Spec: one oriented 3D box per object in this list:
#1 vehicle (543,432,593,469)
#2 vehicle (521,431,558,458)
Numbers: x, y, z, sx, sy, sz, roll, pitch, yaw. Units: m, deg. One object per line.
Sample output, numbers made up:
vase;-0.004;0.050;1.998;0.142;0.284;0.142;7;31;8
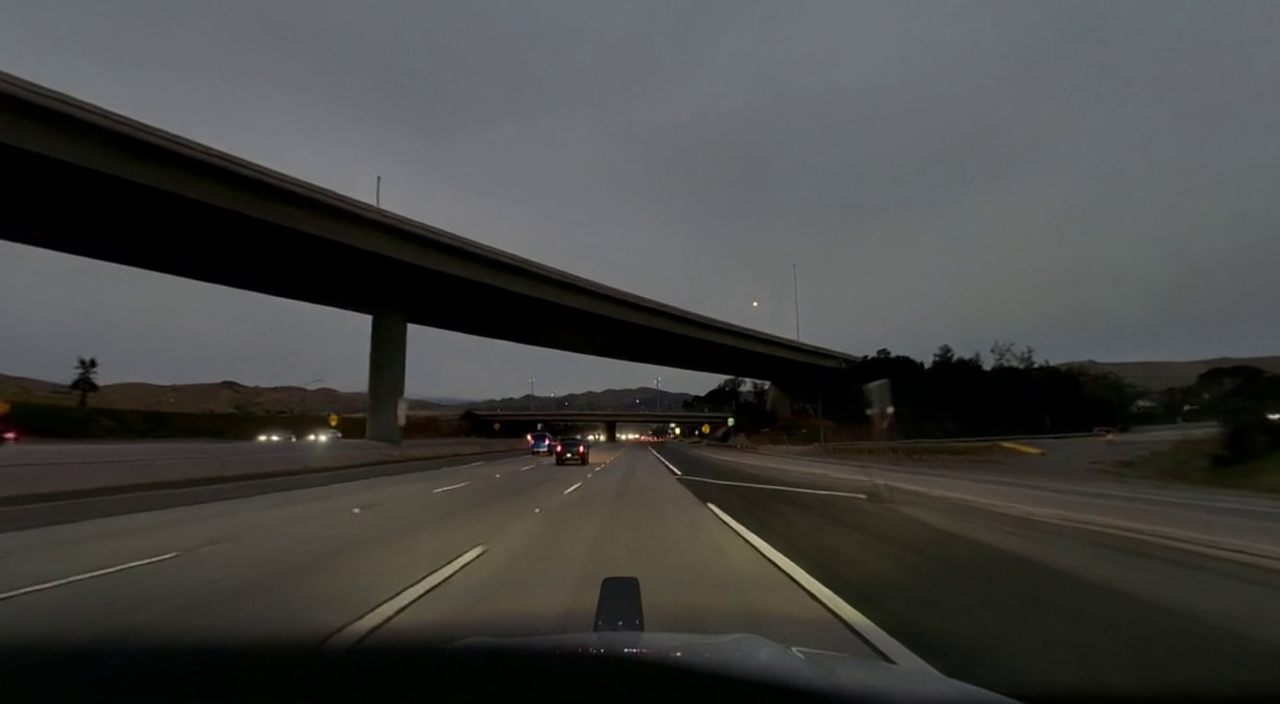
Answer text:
vehicle;-3.864;5.416;34.746;2.144;1.847;4.850;0;-8;1
vehicle;-7.779;7.258;49.237;2.132;1.984;4.639;0;-9;0
